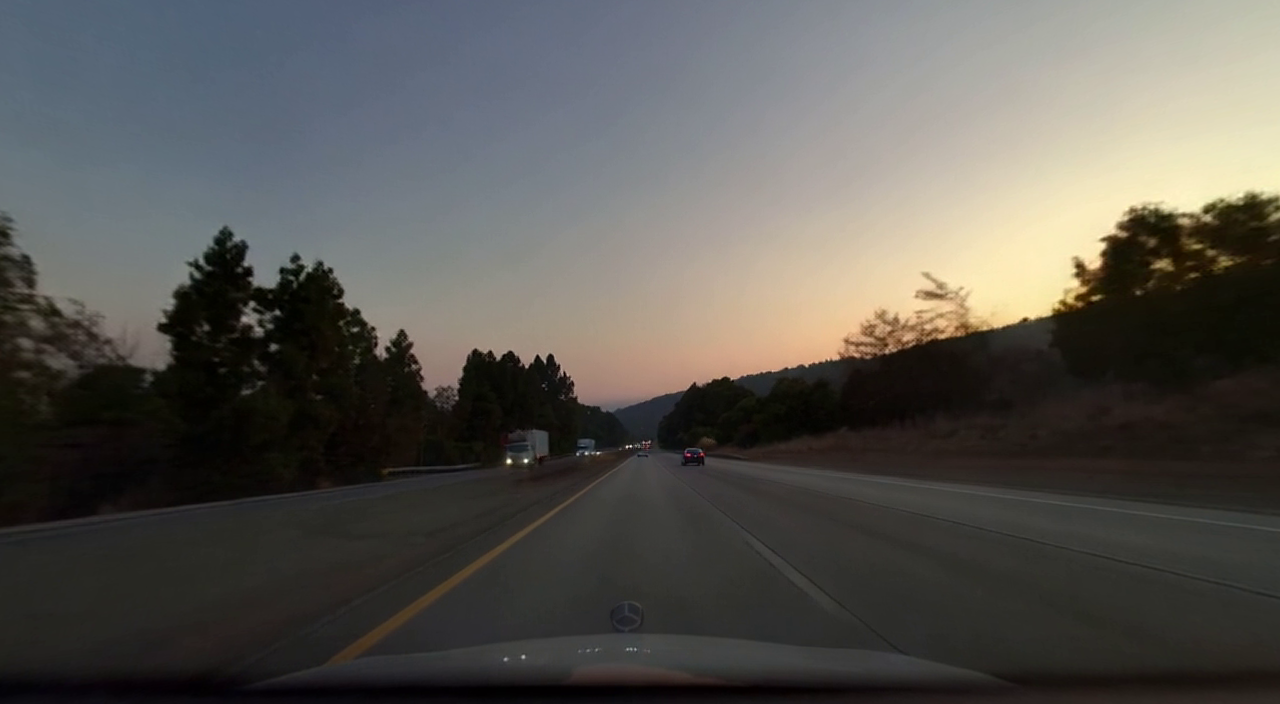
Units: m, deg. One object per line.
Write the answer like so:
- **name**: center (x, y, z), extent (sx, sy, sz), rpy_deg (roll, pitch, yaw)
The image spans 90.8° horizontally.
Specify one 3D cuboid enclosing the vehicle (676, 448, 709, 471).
- **vehicle**: center (3.729, 7.713, 45.414), extent (2.013, 1.584, 3.995), rpy_deg (0, -9, -1)
